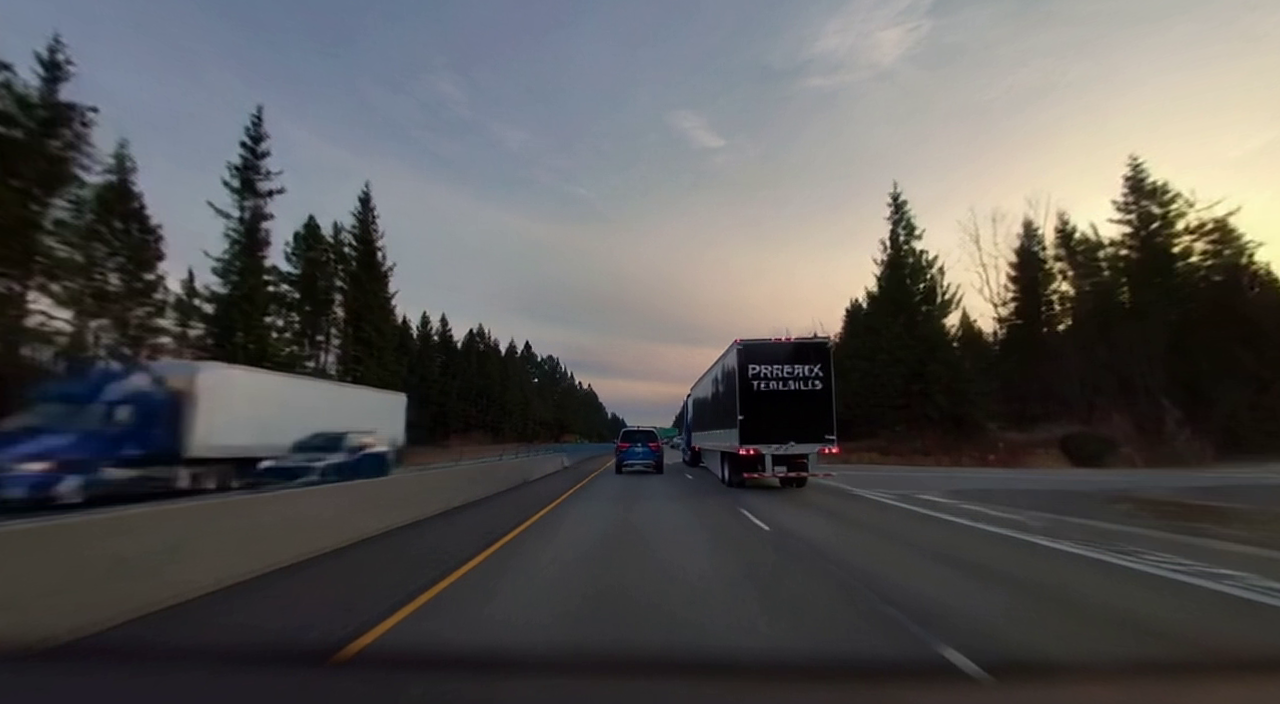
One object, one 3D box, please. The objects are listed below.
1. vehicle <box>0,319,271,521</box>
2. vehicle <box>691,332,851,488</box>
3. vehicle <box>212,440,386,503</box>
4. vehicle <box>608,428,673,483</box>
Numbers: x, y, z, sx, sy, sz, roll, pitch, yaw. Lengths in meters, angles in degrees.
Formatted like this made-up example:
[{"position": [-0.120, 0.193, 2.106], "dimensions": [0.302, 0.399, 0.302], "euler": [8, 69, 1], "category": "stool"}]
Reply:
[{"position": [-13.520, 1.831, 15.611], "dimensions": [3.042, 3.762, 9.032], "euler": [0, -8, 1], "category": "vehicle"}, {"position": [4.130, 2.742, 25.123], "dimensions": [2.899, 4.160, 16.621], "euler": [0, -8, 0], "category": "vehicle"}, {"position": [-9.109, 3.210, 17.472], "dimensions": [2.117, 1.493, 4.774], "euler": [0, -8, 1], "category": "vehicle"}, {"position": [0.033, 3.898, 24.016], "dimensions": [2.222, 1.848, 4.610], "euler": [0, -8, 0], "category": "vehicle"}]
